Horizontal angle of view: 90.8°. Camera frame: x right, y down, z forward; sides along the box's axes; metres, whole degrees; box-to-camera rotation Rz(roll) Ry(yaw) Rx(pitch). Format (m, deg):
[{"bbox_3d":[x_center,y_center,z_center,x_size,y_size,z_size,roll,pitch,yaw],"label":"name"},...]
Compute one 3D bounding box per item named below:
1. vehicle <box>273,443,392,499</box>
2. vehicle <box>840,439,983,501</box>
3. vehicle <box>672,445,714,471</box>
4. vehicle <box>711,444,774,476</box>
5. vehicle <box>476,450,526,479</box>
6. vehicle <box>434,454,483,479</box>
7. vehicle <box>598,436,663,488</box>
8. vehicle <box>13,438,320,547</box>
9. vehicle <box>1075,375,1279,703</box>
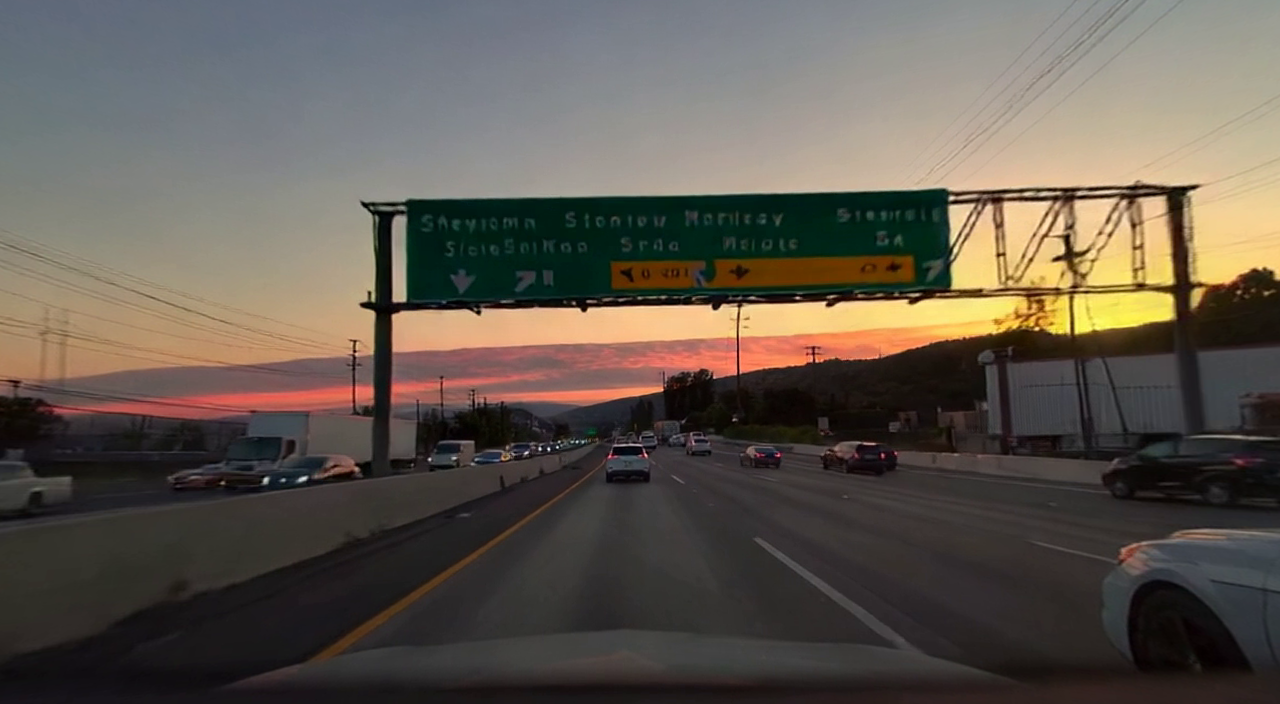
[{"bbox_3d":[-11.509,4.450,24.083,2.113,1.873,4.741,0,-9,0],"label":"vehicle"},{"bbox_3d":[7.176,3.143,17.248,1.958,1.473,4.201,0,-9,-1],"label":"vehicle"},{"bbox_3d":[3.228,6.495,39.025,2.115,1.481,3.968,0,-9,-2],"label":"vehicle"},{"bbox_3d":[5.043,5.350,31.663,1.934,1.461,4.368,1,-9,-7],"label":"vehicle"},{"bbox_3d":[-8.023,6.492,36.735,1.931,1.541,4.018,0,-9,1],"label":"vehicle"},{"bbox_3d":[-11.914,7.519,41.662,1.888,1.455,4.410,0,-9,1],"label":"vehicle"},{"bbox_3d":[-0.373,4.206,24.520,2.298,1.809,4.359,0,-9,-1],"label":"vehicle"},{"bbox_3d":[-8.309,2.465,11.862,2.069,1.613,4.660,0,-9,1],"label":"vehicle"},{"bbox_3d":[3.343,0.731,1.449,1.967,1.547,3.777,0,-9,0],"label":"vehicle"}]
